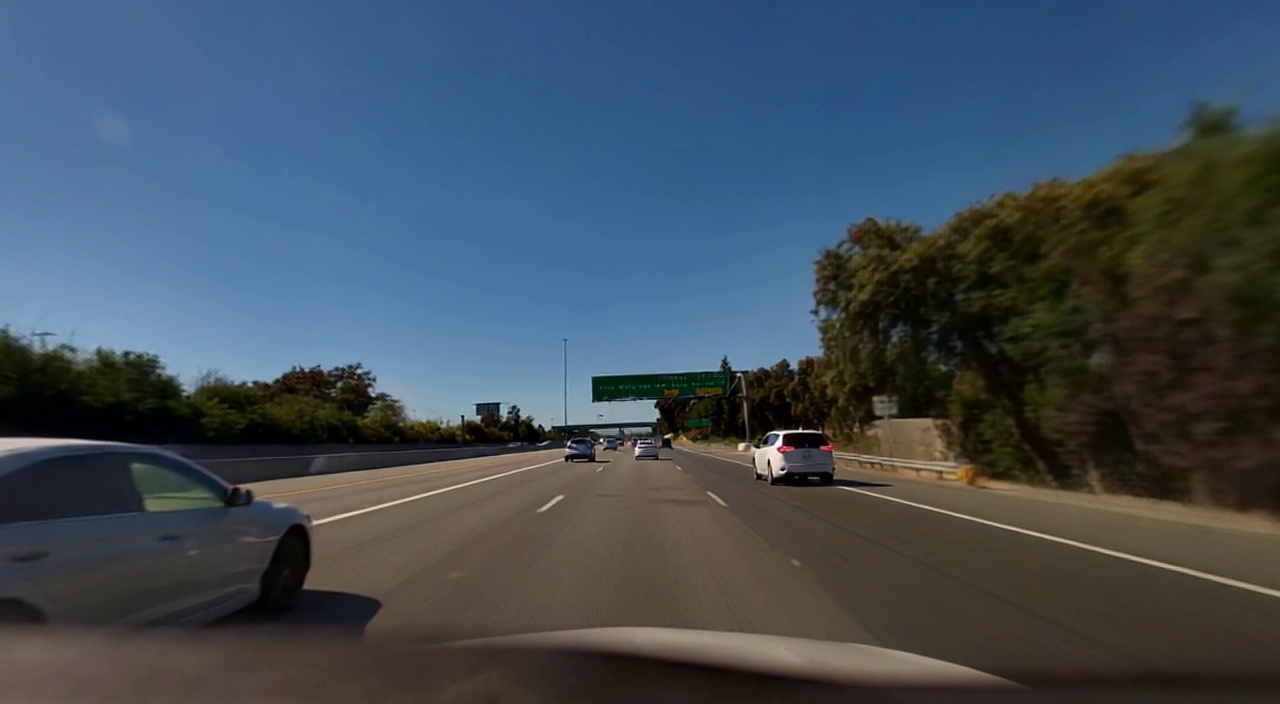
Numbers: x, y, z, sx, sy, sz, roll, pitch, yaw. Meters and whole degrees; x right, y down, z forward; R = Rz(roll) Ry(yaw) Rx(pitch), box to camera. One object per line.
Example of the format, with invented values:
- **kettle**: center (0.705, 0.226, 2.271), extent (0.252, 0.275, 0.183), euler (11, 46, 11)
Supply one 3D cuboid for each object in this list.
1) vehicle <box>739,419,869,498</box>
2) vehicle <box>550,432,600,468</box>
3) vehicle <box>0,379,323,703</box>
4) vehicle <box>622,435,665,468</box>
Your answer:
- **vehicle**: center (3.941, 2.642, 15.927), extent (2.025, 1.707, 4.279), euler (0, -8, -2)
- **vehicle**: center (-3.213, 4.971, 32.038), extent (2.044, 1.682, 4.201), euler (0, -8, 1)
- **vehicle**: center (-3.487, 0.914, 2.520), extent (2.066, 1.561, 4.495), euler (0, -8, 0)
- **vehicle**: center (0.202, 5.043, 32.010), extent (2.049, 1.542, 3.816), euler (0, -8, 1)
